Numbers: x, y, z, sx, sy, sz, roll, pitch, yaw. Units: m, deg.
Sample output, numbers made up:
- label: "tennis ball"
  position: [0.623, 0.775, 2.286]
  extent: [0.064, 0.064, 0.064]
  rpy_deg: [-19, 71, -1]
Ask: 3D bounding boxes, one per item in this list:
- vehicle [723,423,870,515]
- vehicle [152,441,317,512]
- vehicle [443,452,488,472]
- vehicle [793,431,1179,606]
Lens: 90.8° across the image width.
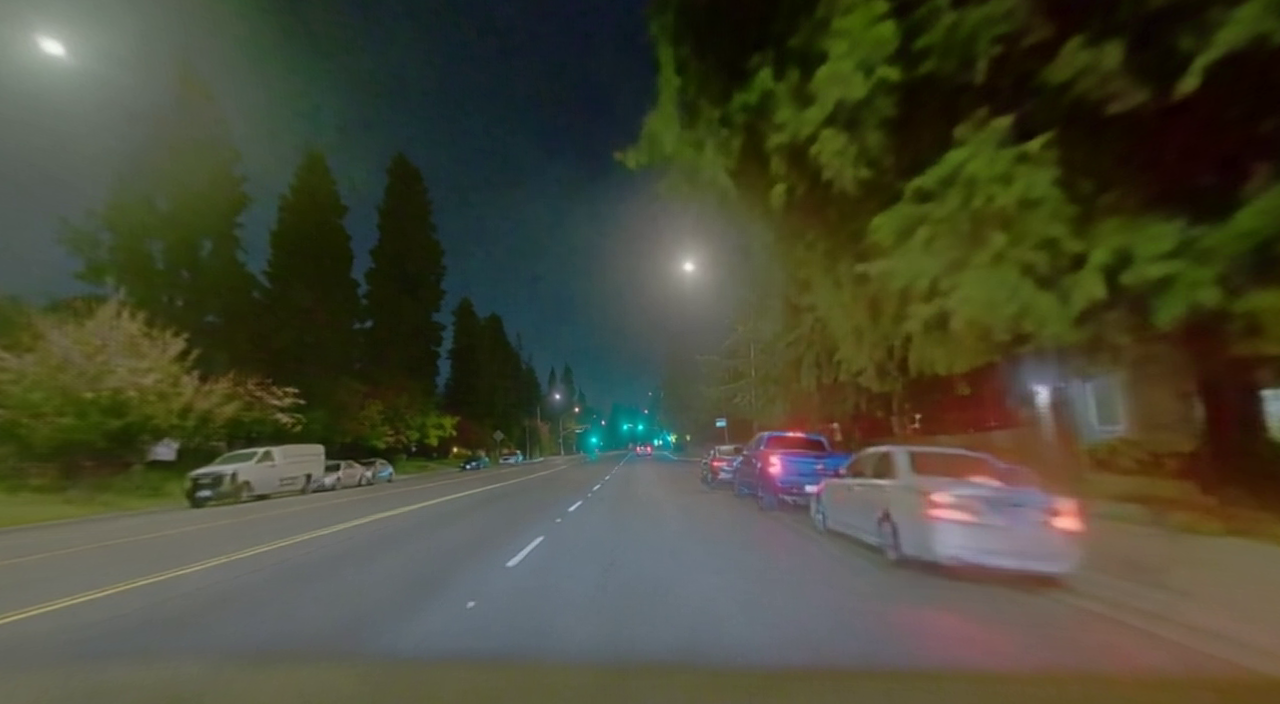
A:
- label: "vehicle"
  position: [3.483, 2.751, 15.374]
  extent: [2.112, 1.802, 5.474]
  rpy_deg: [0, -9, -1]
- label: "vehicle"
  position: [-13.753, 4.218, 22.033]
  extent: [2.155, 1.991, 5.722]
  rpy_deg: [-3, -9, -2]
- label: "vehicle"
  position: [-13.704, 8.648, 49.786]
  extent: [1.901, 1.481, 4.636]
  rpy_deg: [-1, -9, 4]
- label: "vehicle"
  position: [3.611, 1.826, 8.062]
  extent: [1.911, 1.471, 5.151]
  rpy_deg: [0, -9, -2]
